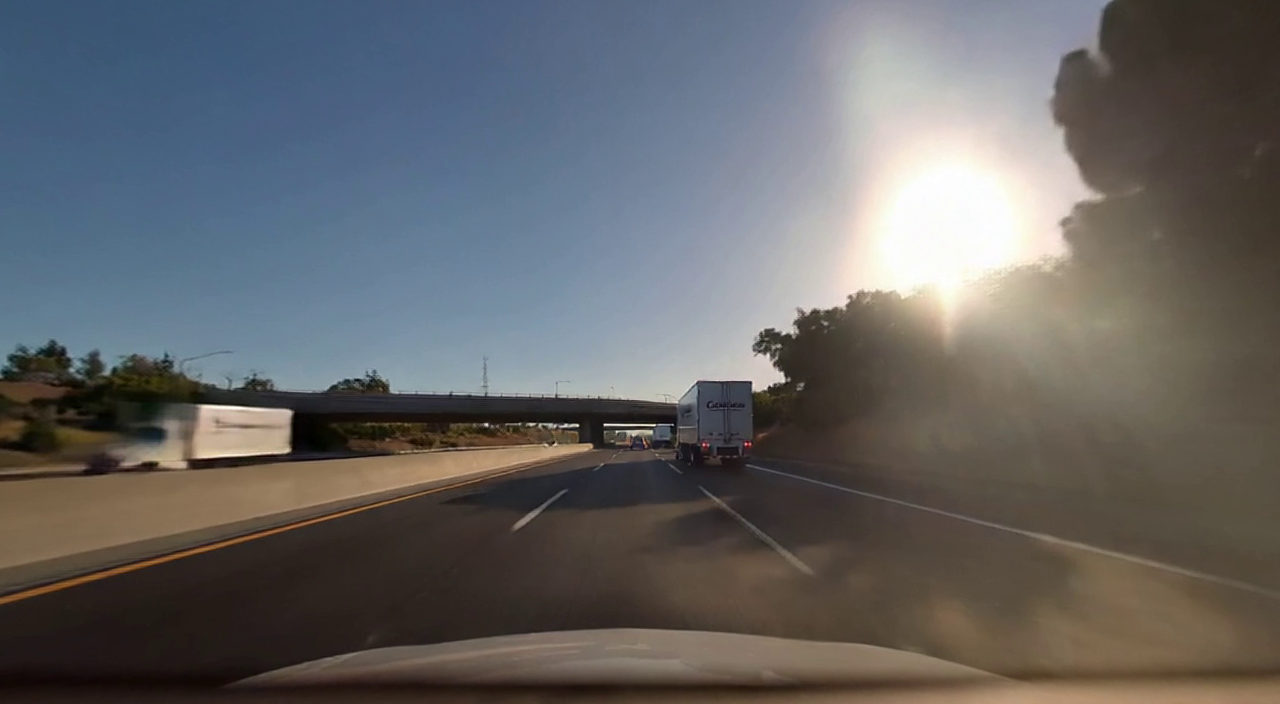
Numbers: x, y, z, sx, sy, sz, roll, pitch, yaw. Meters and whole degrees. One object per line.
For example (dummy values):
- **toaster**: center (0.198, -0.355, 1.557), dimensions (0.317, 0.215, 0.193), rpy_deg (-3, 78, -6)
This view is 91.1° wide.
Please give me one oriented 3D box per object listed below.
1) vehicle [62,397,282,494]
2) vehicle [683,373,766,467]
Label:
- **vehicle**: center (-15.507, 3.171, 21.621), dimensions (2.373, 2.764, 6.784), rpy_deg (0, -8, -1)
- **vehicle**: center (3.870, 3.501, 31.081), dimensions (2.840, 3.947, 8.920), rpy_deg (-1, -8, 0)
